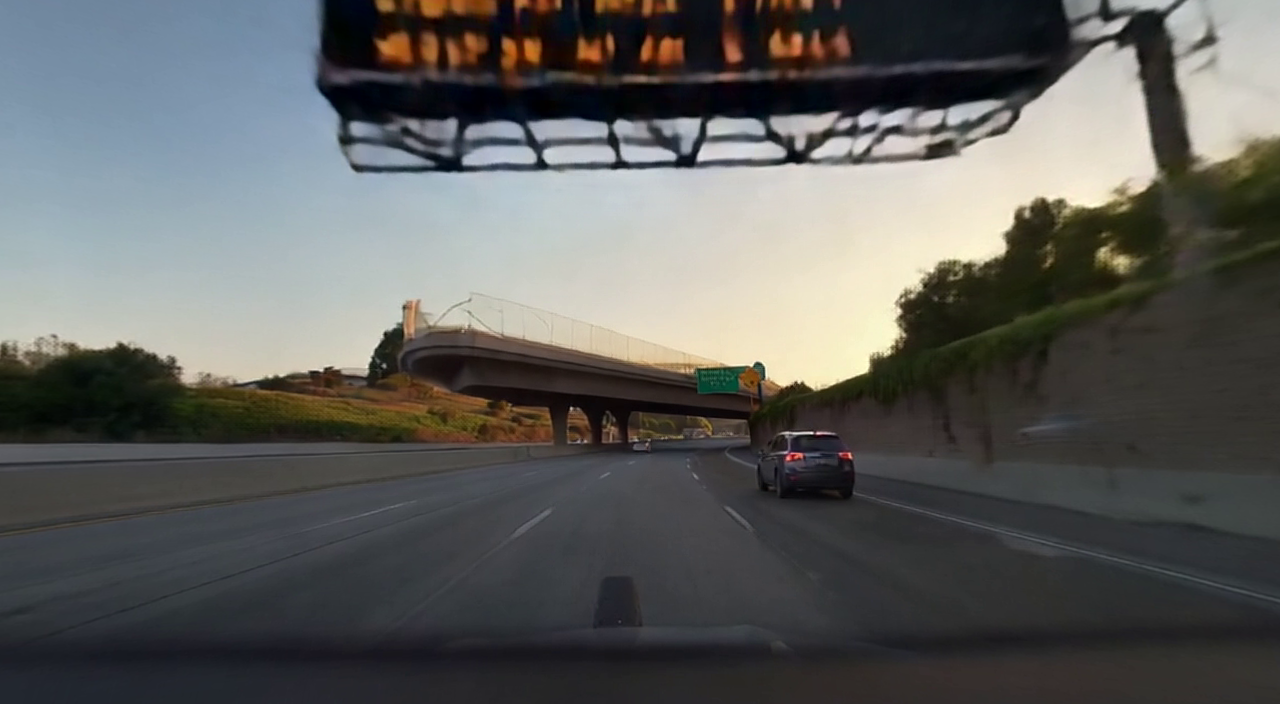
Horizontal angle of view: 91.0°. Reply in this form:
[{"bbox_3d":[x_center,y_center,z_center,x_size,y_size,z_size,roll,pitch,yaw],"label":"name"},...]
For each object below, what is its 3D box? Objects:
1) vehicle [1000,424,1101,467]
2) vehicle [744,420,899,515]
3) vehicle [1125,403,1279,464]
[{"bbox_3d":[19.688,4.509,30.494,2.165,1.867,4.641,-1,-8,7],"label":"vehicle"},{"bbox_3d":[3.679,2.437,13.716,2.090,1.715,4.228,0,-8,0],"label":"vehicle"},{"bbox_3d":[23.075,3.254,24.930,5.707,2.048,2.282,-10,-13,32],"label":"vehicle"}]
